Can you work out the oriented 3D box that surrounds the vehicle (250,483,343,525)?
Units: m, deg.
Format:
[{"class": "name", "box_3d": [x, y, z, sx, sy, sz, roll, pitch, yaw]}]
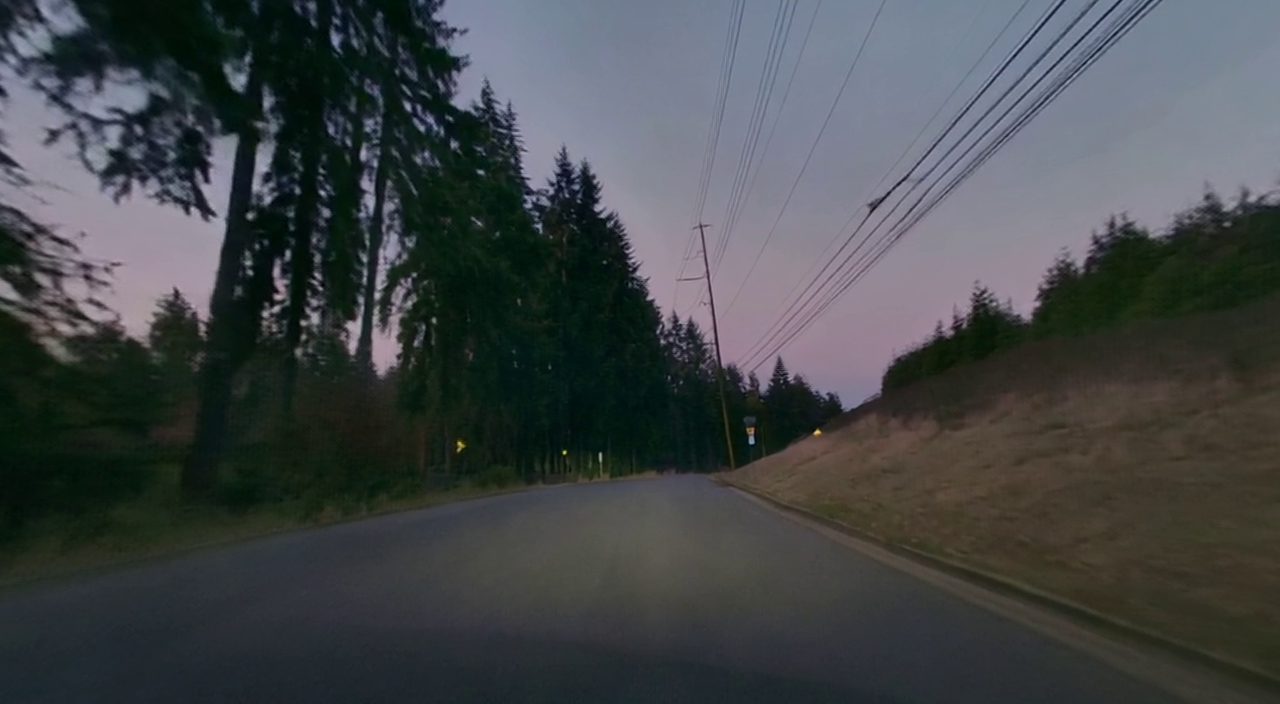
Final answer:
[{"class": "vehicle", "box_3d": [-16.829, 7.383, 30.858, 4.043, 1.673, 1.970, -5, -10, 28]}]
